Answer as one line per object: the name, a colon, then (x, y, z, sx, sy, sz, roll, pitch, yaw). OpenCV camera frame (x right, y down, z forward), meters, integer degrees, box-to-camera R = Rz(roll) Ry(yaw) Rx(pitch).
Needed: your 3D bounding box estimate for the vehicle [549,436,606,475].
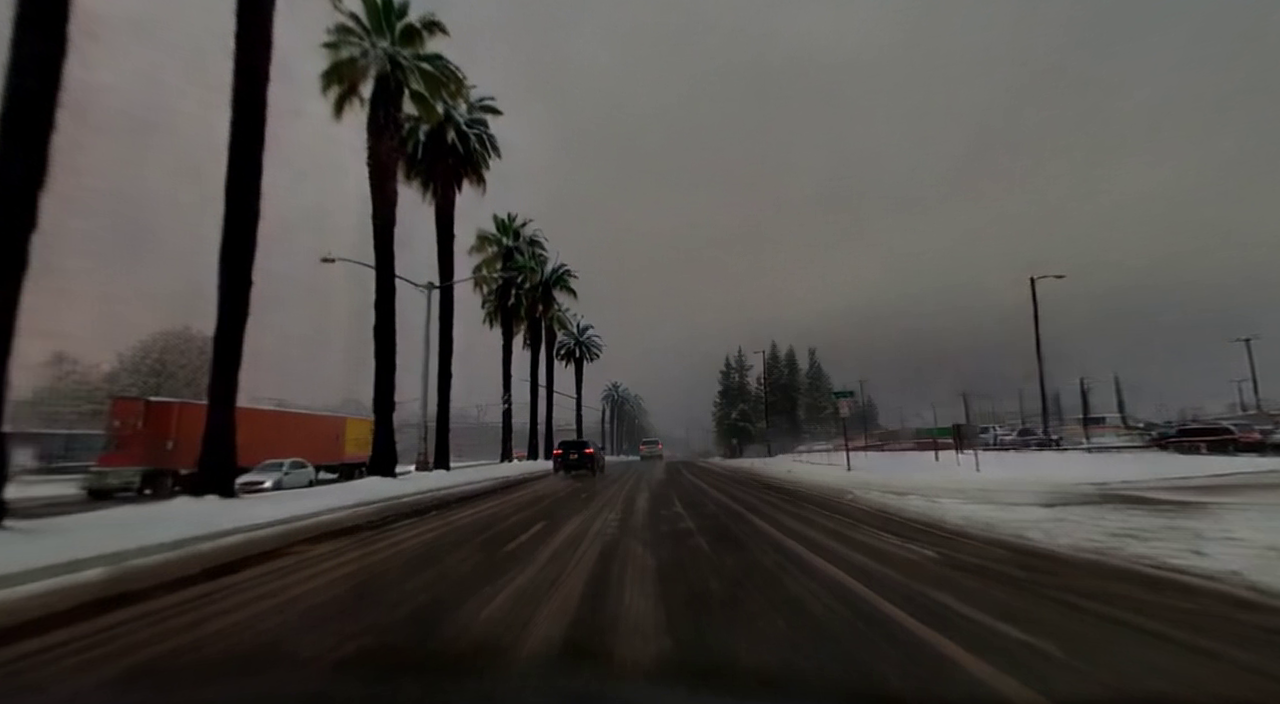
vehicle: (-3.100, 5.246, 31.990, 2.188, 1.819, 4.667, -1, -8, 3)

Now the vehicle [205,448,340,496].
vehicle: (-16.075, 5.257, 27.998, 2.402, 1.844, 5.766, 0, -8, 2)

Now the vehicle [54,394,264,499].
vehicle: (-20.799, 4.288, 27.958, 3.298, 4.031, 7.060, 0, -10, 3)
